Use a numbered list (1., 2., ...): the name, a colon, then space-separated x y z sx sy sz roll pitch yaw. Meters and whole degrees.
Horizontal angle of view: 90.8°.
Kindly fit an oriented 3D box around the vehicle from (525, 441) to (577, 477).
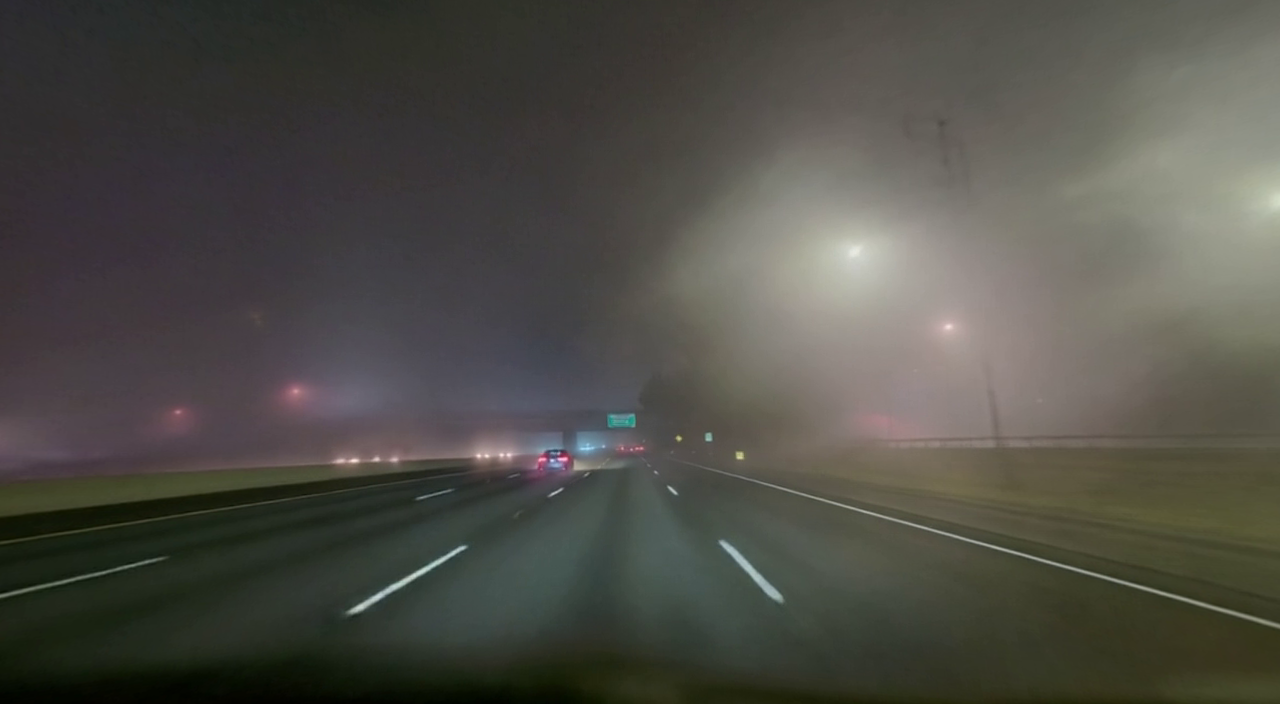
1. vehicle: -4.603 5.591 33.289 2.102 1.727 4.704 0 -9 0
